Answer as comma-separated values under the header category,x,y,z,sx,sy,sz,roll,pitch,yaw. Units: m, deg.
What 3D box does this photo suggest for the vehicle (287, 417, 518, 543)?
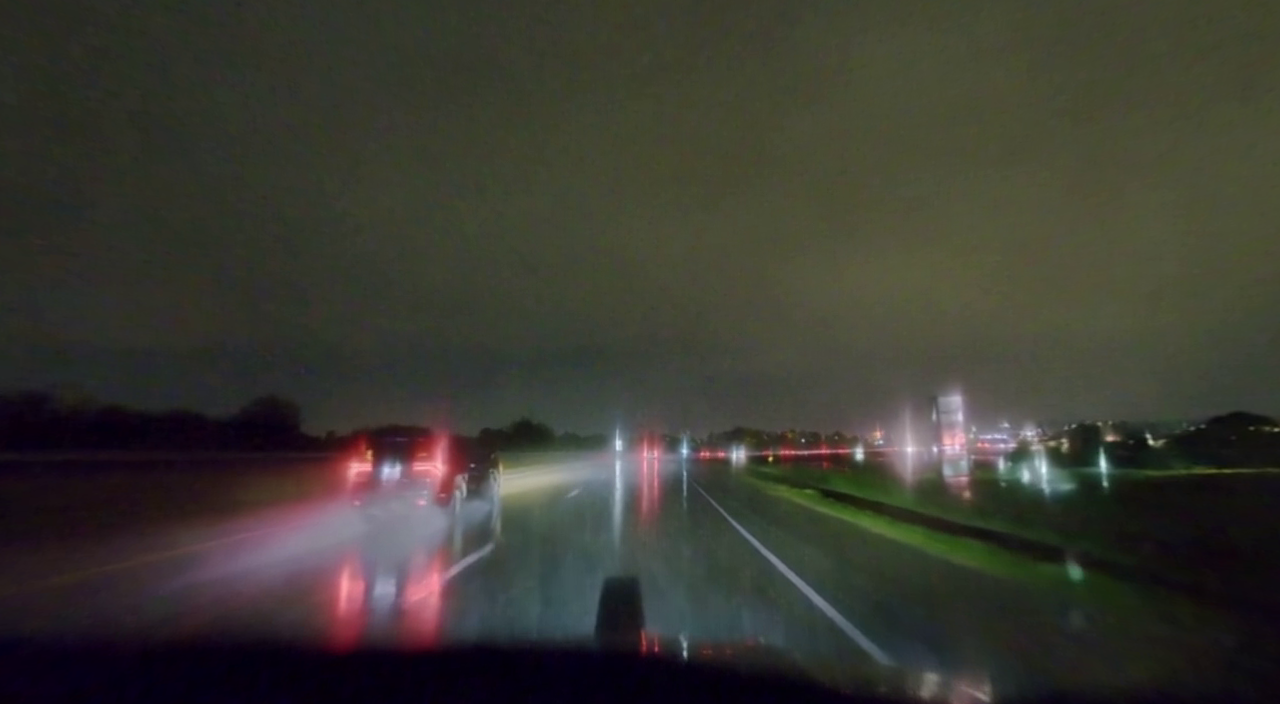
category,x,y,z,sx,sy,sz,roll,pitch,yaw
vehicle,-3.849,2.182,11.390,2.193,1.771,4.757,0,-9,2
